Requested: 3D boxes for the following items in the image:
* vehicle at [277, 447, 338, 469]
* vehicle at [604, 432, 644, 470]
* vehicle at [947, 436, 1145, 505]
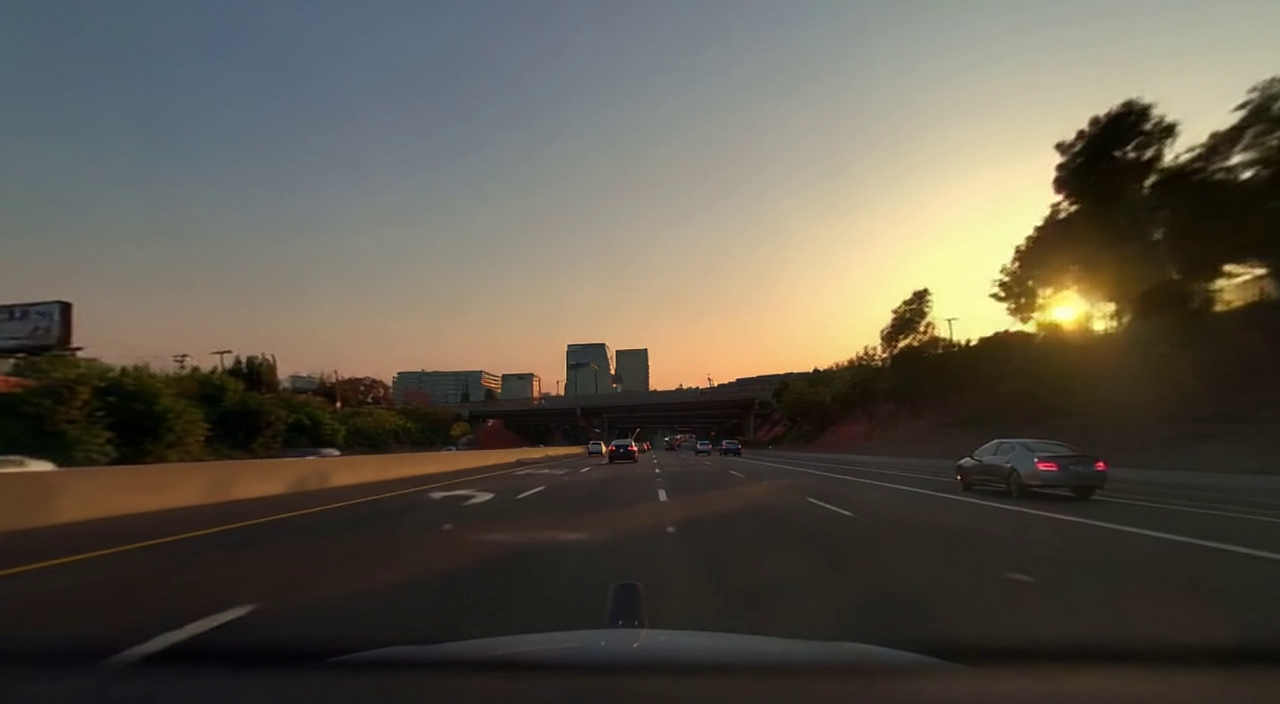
[{"bbox_3d":[-24.749,7.868,47.138,2.015,1.562,4.554,0,-8,1],"label":"vehicle"},{"bbox_3d":[-0.787,5.241,33.545,1.893,1.827,4.513,0,-8,1],"label":"vehicle"},{"bbox_3d":[9.642,2.824,15.546,1.900,1.432,4.519,0,-8,1],"label":"vehicle"}]
